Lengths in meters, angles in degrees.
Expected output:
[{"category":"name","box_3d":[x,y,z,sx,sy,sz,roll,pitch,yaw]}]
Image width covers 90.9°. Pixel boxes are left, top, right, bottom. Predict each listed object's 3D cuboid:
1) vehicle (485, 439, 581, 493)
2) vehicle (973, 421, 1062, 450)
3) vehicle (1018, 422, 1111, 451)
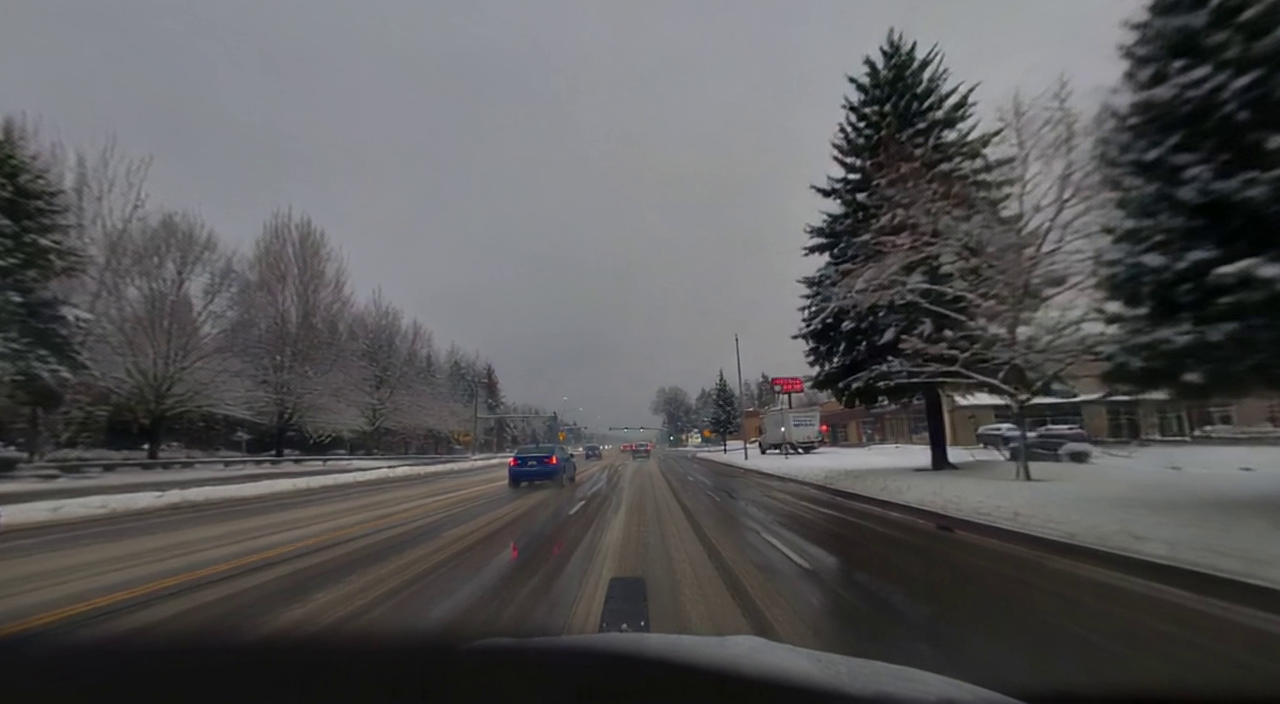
[{"category":"vehicle","box_3d":[-3.184,3.521,19.814,2.152,1.479,4.394,0,-8,1]},{"category":"vehicle","box_3d":[25.324,5.612,42.359,4.643,1.852,1.978,0,-8,0]},{"category":"vehicle","box_3d":[25.337,5.092,37.718,4.222,1.450,1.766,-3,-8,0]}]
